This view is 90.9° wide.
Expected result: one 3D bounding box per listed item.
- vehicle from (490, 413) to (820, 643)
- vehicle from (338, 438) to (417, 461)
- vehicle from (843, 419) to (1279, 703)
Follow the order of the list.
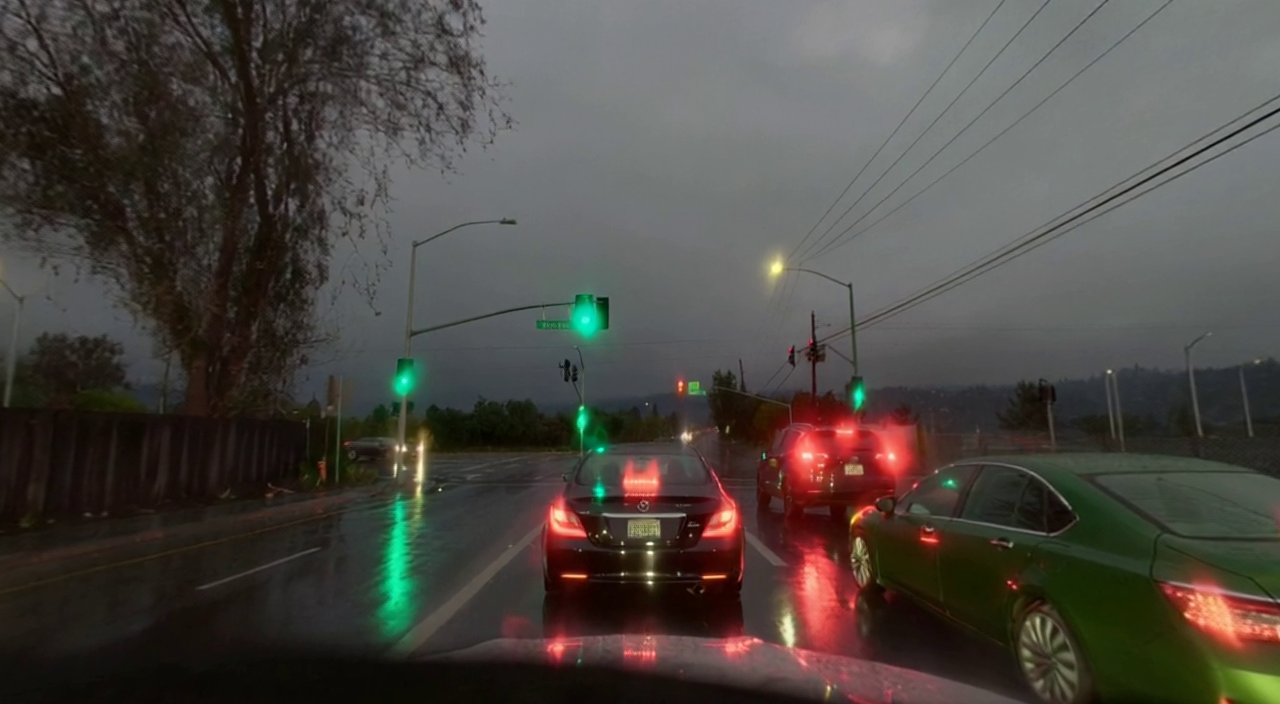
[{"bbox_3d":[0.064,1.485,6.417,2.170,1.497,4.369,0,-8,-1],"label":"vehicle"},{"bbox_3d":[-17.237,6.407,41.462,4.406,1.458,1.892,-1,-8,7],"label":"vehicle"},{"bbox_3d":[3.086,1.249,4.141,2.027,1.432,4.431,0,-8,0],"label":"vehicle"}]
